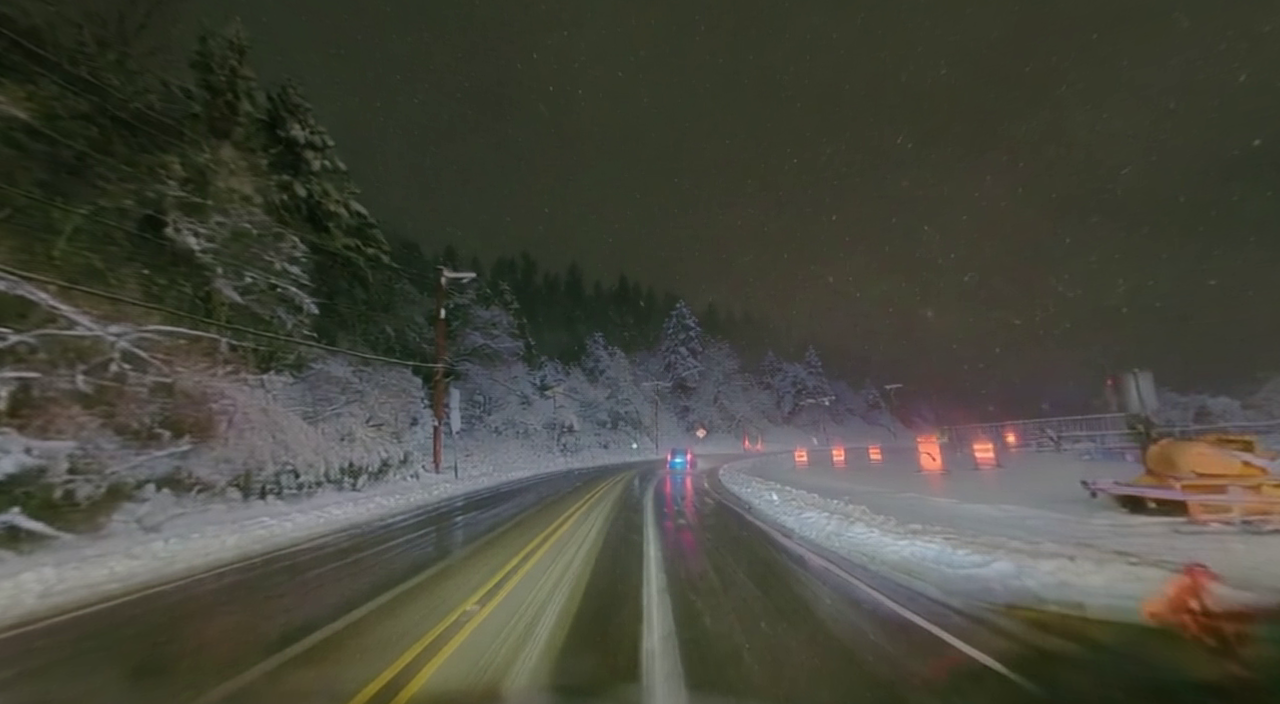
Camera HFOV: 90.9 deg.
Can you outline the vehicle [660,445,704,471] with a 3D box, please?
[{"bbox_3d":[2.721,6.686,40.023,2.259,1.503,4.075,-2,-9,12],"label":"vehicle"}]
